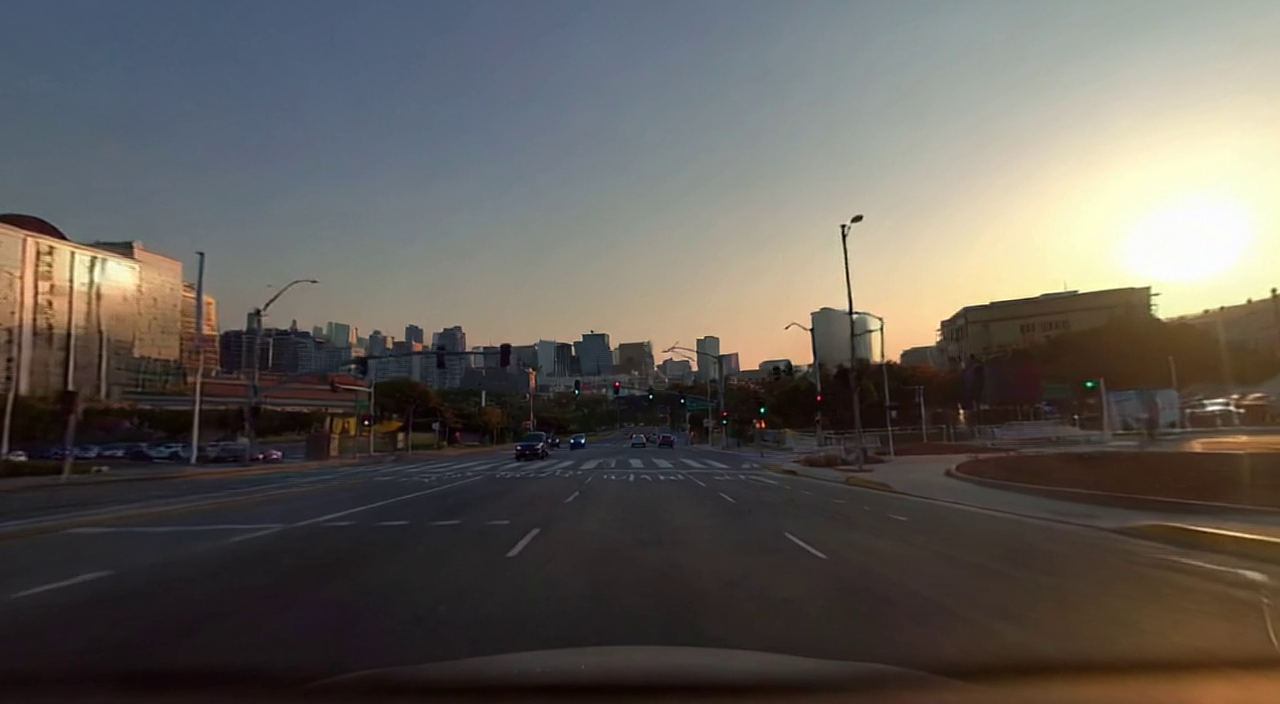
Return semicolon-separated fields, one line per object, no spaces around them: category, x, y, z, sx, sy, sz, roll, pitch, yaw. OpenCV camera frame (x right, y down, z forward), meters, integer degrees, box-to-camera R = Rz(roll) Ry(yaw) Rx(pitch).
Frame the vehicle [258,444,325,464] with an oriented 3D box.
vehicle;-27.032;7.911;49.052;4.444;1.457;1.927;-2;-9;16

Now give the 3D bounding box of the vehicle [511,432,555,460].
vehicle;-6.900;6.155;41.337;2.074;1.692;4.333;0;-8;1

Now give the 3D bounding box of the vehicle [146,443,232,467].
vehicle;-35.434;8.105;49.731;5.040;1.826;2.155;0;-8;-3
